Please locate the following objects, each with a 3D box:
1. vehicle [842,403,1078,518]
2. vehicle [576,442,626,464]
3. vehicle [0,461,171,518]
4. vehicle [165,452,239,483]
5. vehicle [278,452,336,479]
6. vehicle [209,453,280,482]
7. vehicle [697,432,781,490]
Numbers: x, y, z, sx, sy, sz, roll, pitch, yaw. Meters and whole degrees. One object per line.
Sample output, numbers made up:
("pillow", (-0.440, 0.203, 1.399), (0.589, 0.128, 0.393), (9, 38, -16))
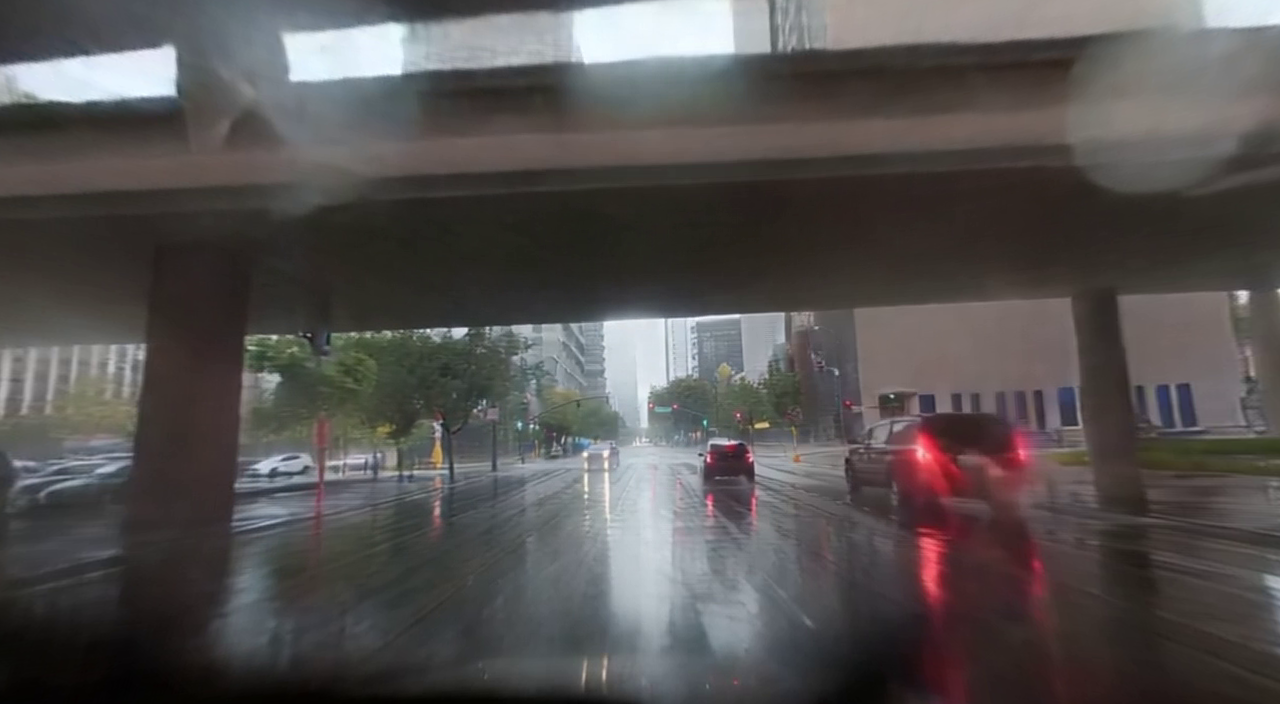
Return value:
("vehicle", (6.879, 2.444, 14.676), (2.433, 2.116, 5.789), (0, -8, 0))
("vehicle", (-2.937, 7.450, 46.622), (2.099, 1.562, 4.037), (5, -10, -31))
("vehicle", (-17.749, 4.322, 20.232), (1.985, 1.505, 4.275), (-1, -8, 2))
("vehicle", (-29.846, 7.858, 43.174), (1.811, 1.942, 4.376), (-1, -8, 1))
("vehicle", (-22.727, 7.719, 43.194), (1.757, 1.699, 3.854), (-1, -8, 2))
("vehicle", (-27.081, 7.862, 43.380), (1.807, 1.795, 4.566), (0, -8, 1))
("vehicle", (2.898, 3.286, 19.342), (1.947, 1.576, 3.825), (0, -8, 0))
